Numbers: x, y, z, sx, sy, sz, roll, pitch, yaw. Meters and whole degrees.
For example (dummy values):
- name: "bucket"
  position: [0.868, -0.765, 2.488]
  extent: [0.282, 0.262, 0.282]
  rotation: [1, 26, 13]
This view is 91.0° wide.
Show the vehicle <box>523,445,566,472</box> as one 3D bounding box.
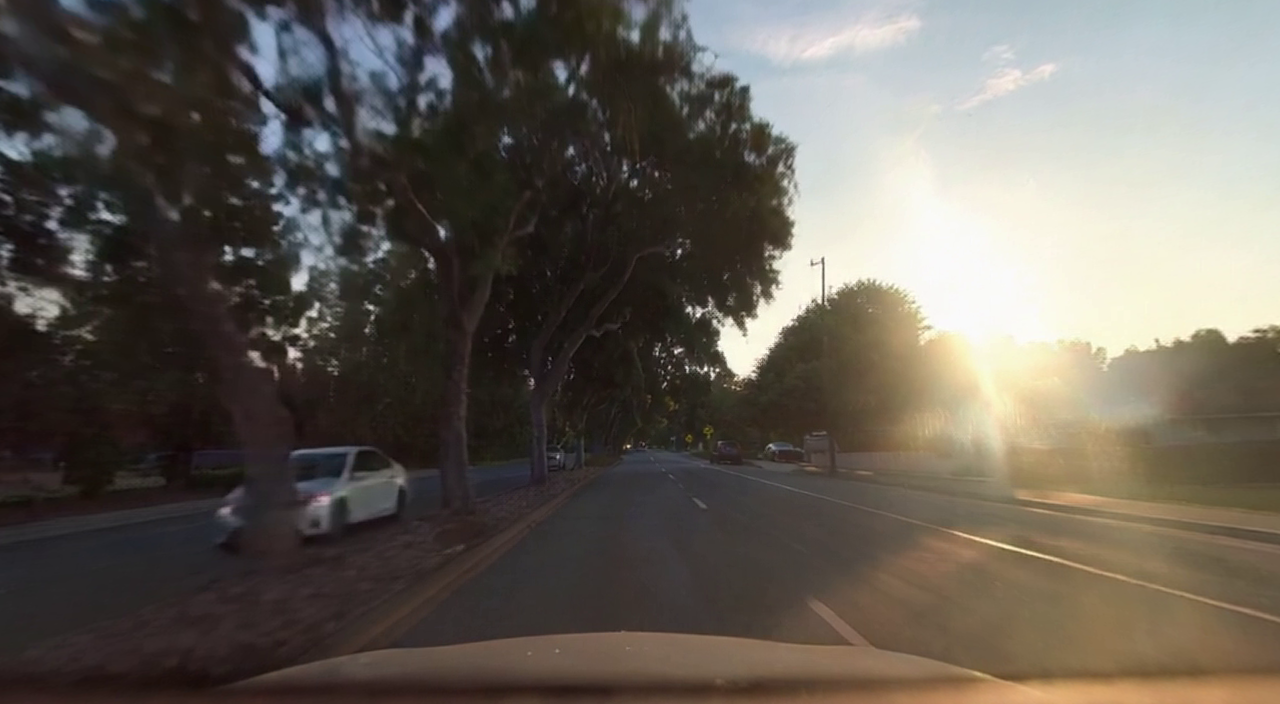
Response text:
- name: "vehicle"
  position: [-5.807, 6.509, 38.622]
  extent: [1.962, 1.471, 4.336]
  rotation: [-3, -9, -1]

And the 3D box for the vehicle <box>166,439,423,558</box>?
- name: "vehicle"
  position: [-5.531, 2.365, 10.899]
  extent: [1.935, 1.521, 4.314]
  rotation: [-4, -9, 2]
